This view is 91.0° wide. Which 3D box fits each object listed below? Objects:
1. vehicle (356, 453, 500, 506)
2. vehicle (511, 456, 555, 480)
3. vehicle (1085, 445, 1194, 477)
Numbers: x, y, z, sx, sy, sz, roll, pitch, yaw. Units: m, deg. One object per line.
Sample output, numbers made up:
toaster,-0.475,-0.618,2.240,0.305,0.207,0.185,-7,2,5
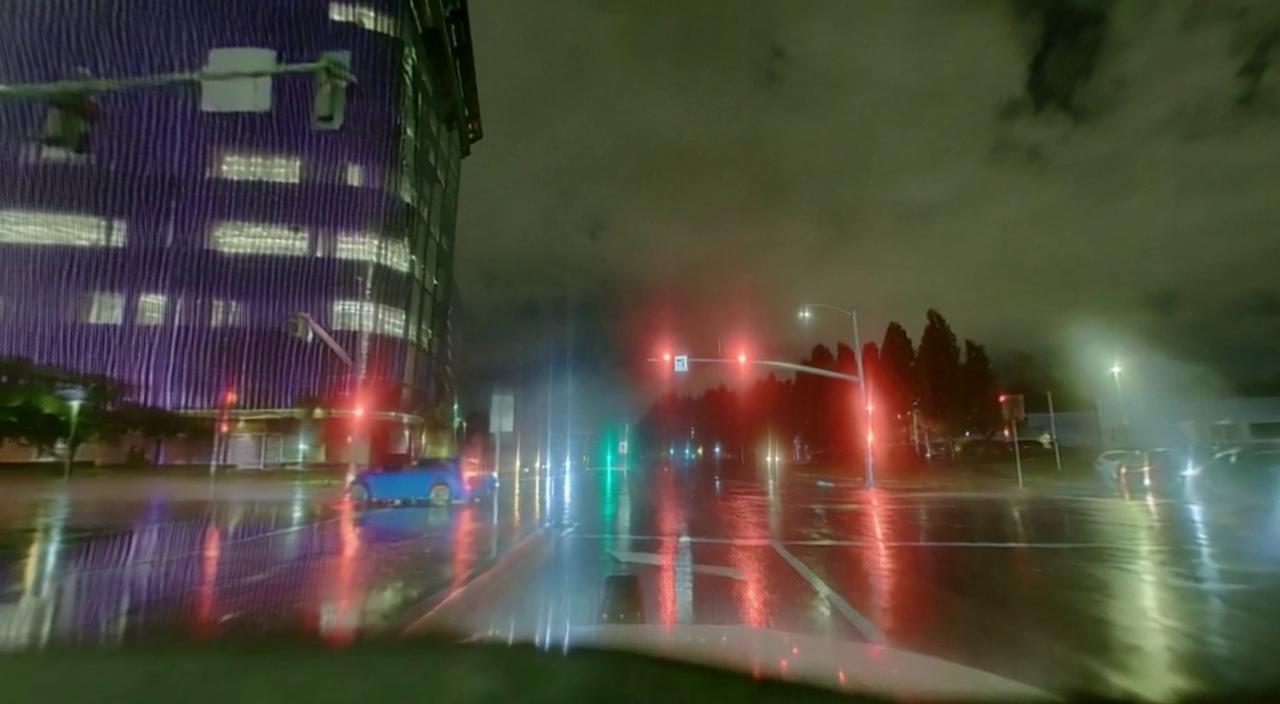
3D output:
vehicle,-6.953,4.116,20.658,4.197,1.525,2.014,-4,-10,26
vehicle,-7.426,8.075,44.047,2.113,1.535,4.504,0,-9,2
vehicle,25.033,5.449,31.804,2.021,1.484,4.454,0,-9,3
